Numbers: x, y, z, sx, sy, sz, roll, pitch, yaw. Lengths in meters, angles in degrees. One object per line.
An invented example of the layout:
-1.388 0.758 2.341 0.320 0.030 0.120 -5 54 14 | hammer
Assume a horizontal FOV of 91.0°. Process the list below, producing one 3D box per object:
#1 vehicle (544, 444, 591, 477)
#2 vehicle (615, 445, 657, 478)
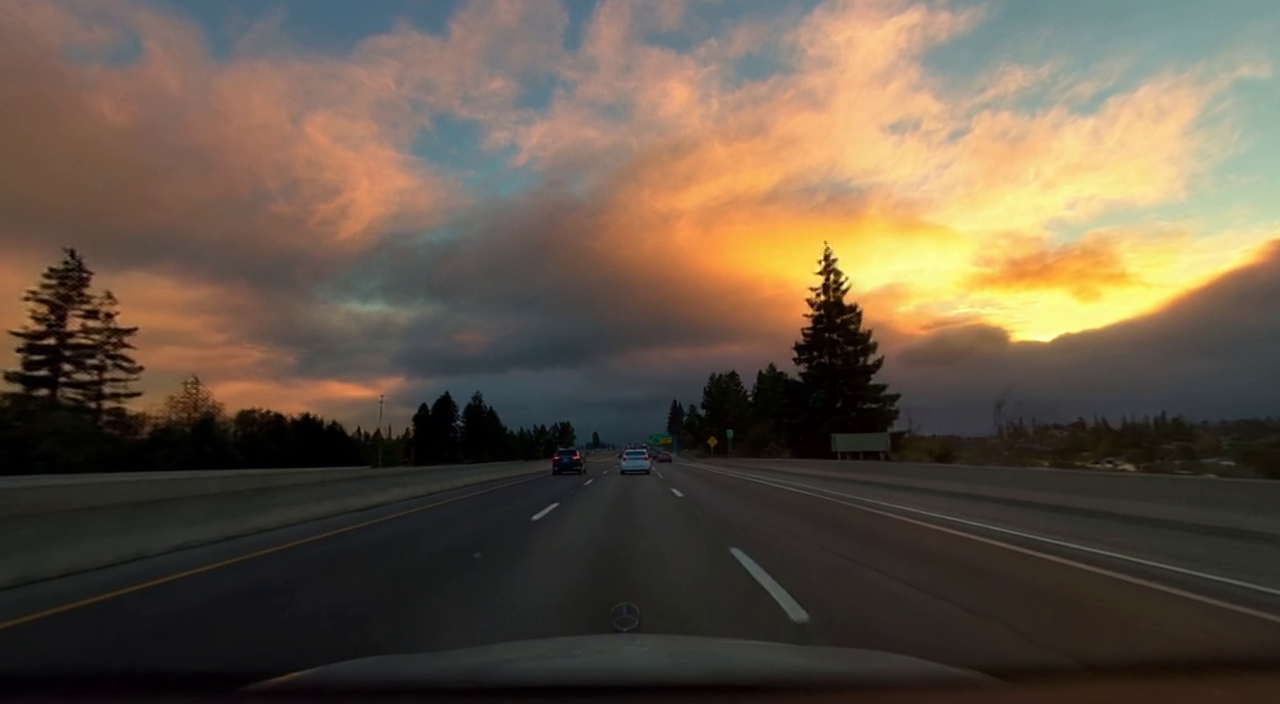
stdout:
-4.040 6.154 35.862 2.130 1.741 4.665 0 -9 0 | vehicle
-0.194 5.930 34.301 2.130 1.684 3.826 0 -9 0 | vehicle
